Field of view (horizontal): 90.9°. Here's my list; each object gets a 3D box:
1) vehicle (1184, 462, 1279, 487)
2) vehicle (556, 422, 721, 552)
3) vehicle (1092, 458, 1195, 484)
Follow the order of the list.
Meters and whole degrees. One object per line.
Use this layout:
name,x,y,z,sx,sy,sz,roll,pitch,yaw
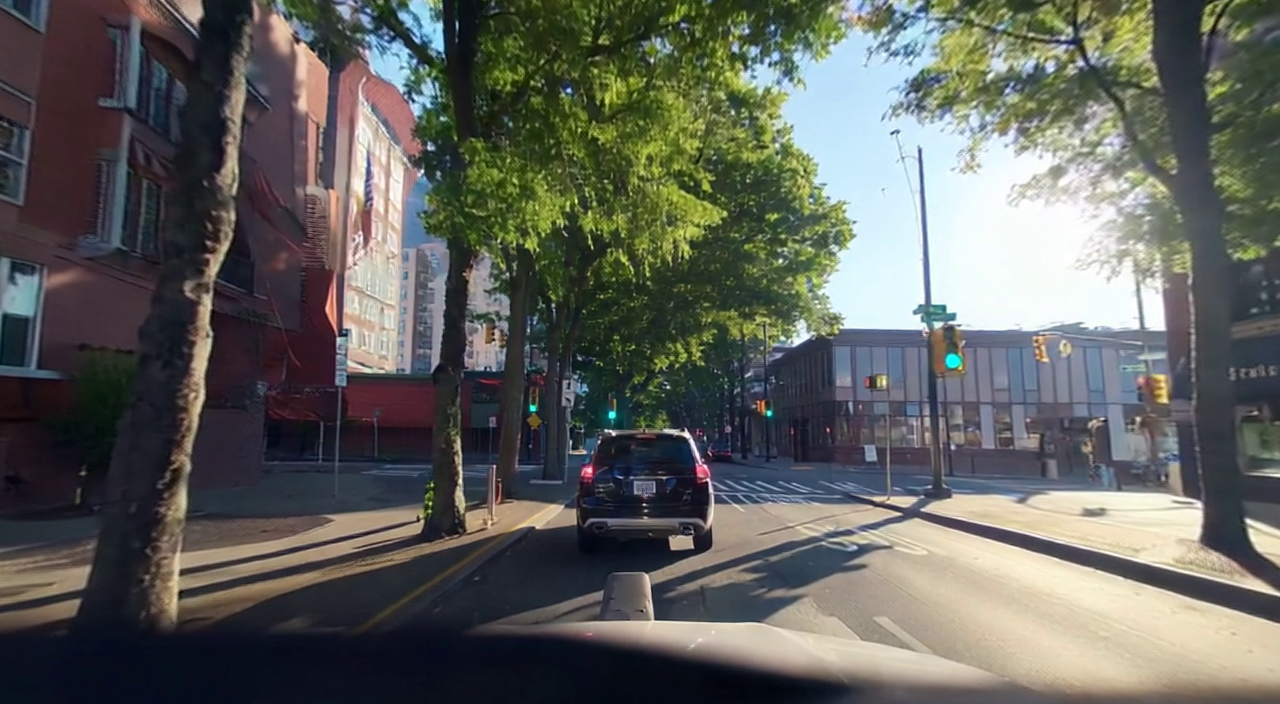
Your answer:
vehicle,36.064,7.383,38.141,4.457,1.409,1.873,0,-9,0
vehicle,-0.008,1.992,9.957,2.079,1.621,3.861,0,-8,1
vehicle,30.347,7.139,38.032,4.668,1.441,1.904,0,-9,-4
